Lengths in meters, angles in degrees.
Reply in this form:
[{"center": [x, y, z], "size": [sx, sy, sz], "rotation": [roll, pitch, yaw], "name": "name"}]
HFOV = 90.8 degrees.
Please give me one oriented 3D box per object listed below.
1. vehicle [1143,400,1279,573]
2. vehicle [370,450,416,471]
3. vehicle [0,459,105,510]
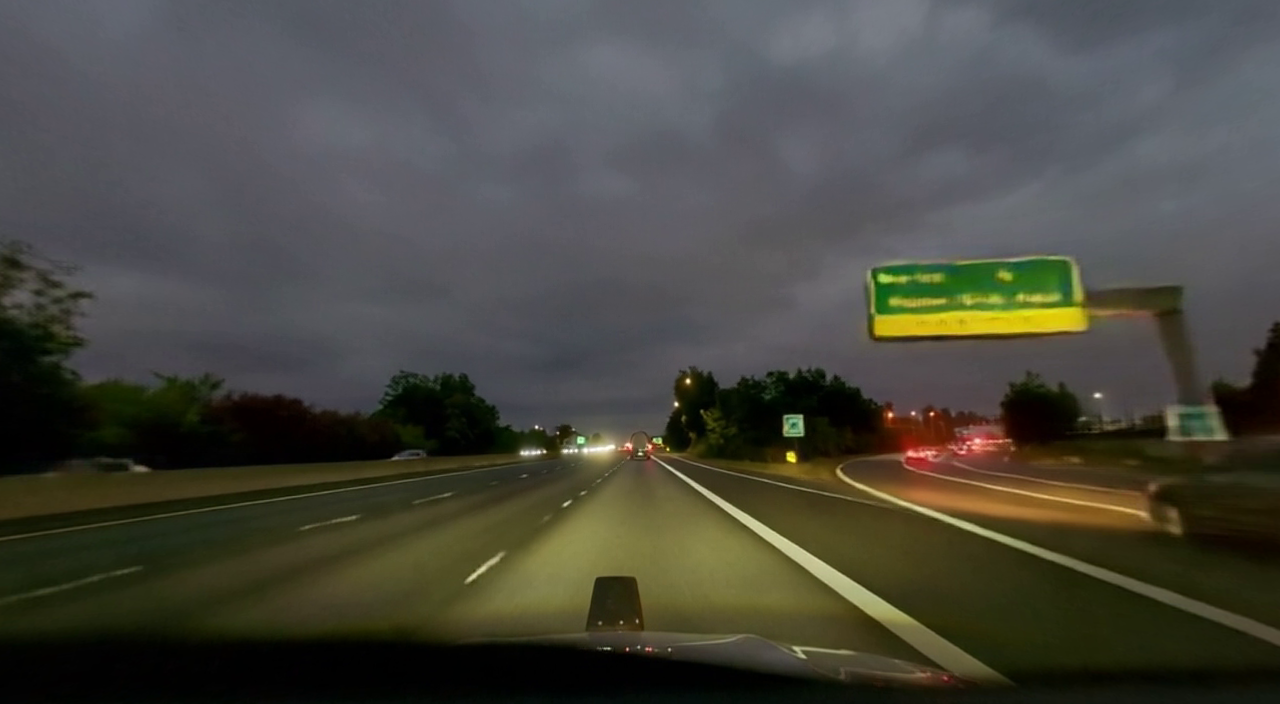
[{"center": [7.419, 1.267, 5.781], "size": [2.096, 1.712, 4.697], "rotation": [-1, -9, 6], "name": "vehicle"}, {"center": [-18.960, 8.365, 48.668], "size": [1.870, 1.499, 4.295], "rotation": [0, -9, -1], "name": "vehicle"}, {"center": [-20.784, 4.355, 20.995], "size": [1.870, 1.488, 4.715], "rotation": [0, -9, -1], "name": "vehicle"}]
